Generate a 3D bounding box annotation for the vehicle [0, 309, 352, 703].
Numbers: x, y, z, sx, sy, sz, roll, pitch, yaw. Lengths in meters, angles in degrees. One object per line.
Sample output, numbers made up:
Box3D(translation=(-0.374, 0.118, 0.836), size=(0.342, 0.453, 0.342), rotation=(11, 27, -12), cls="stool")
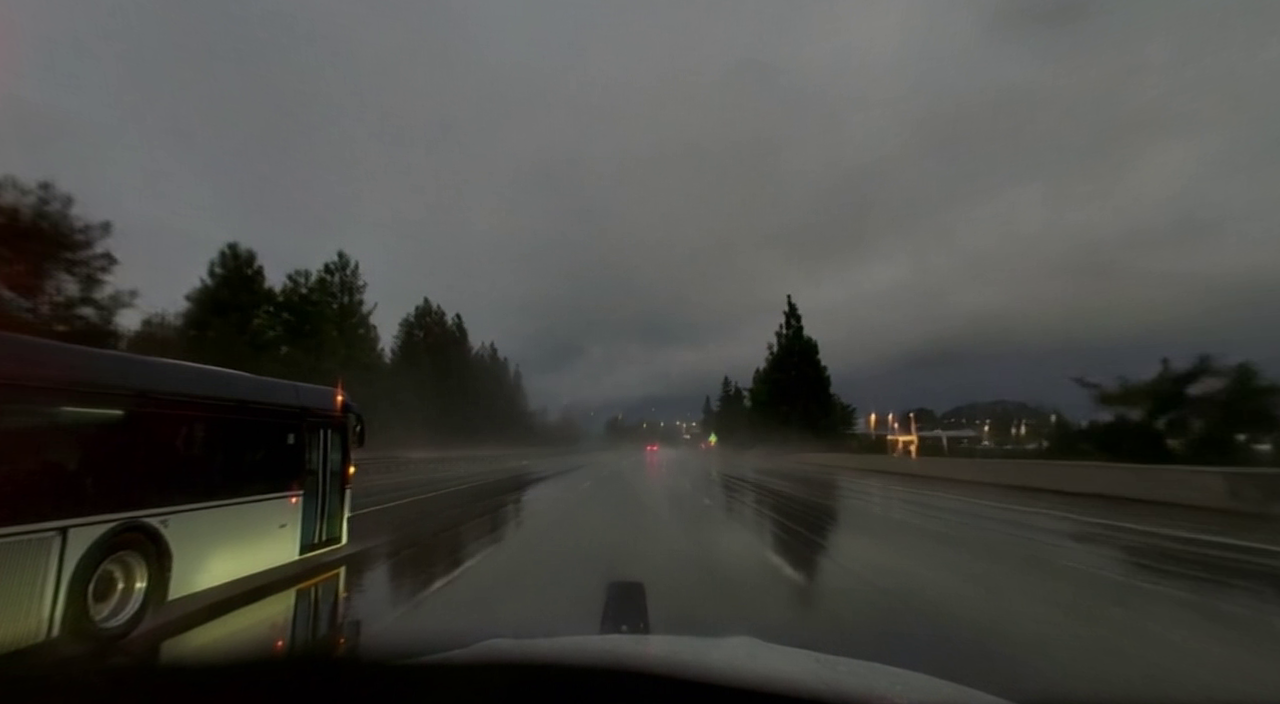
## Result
Box3D(translation=(-4.139, 0.939, 3.977), size=(2.127, 1.985, 5.205), rotation=(-1, -8, 1), cls="vehicle")
